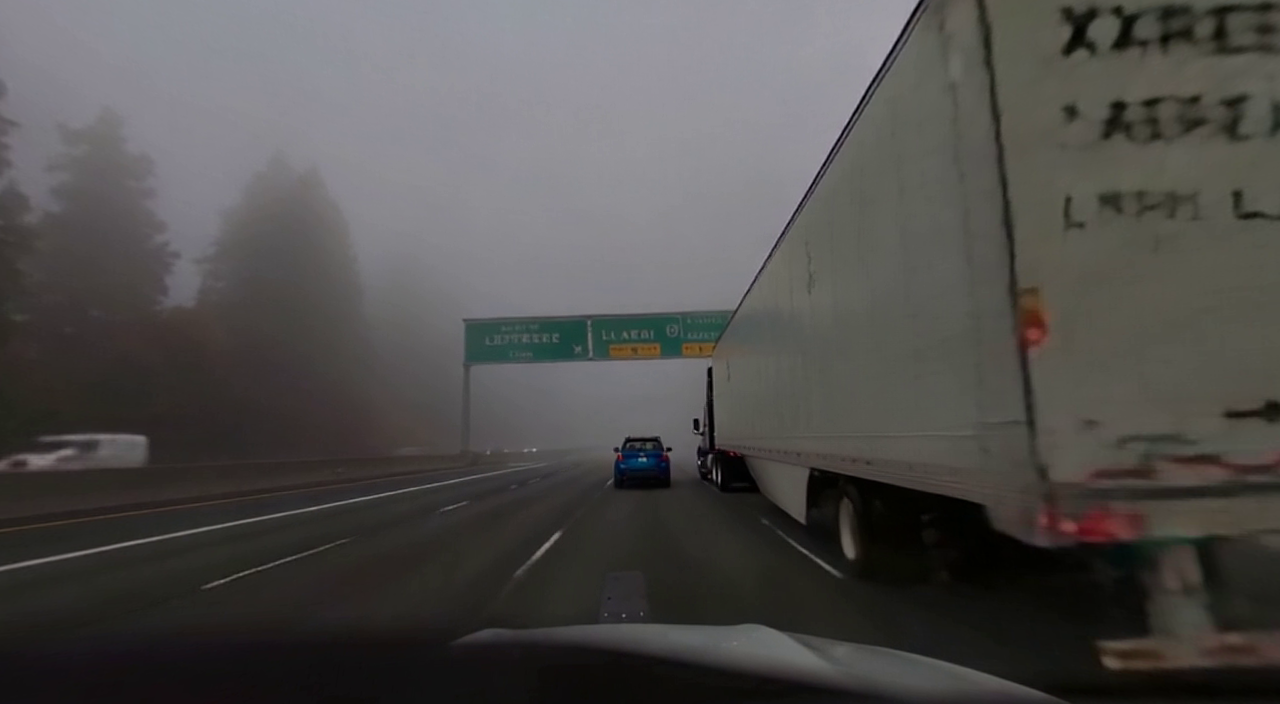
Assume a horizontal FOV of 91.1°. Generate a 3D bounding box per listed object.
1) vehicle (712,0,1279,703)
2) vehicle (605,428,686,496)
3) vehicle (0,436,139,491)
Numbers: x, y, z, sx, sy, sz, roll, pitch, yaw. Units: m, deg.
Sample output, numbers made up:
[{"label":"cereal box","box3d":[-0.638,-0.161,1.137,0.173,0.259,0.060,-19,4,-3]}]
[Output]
[{"label":"vehicle","box3d":[3.446,0.756,10.889,2.909,4.135,15.820,-1,-8,1]},{"label":"vehicle","box3d":[0.167,3.097,18.064,2.054,1.706,4.201,0,-8,1]},{"label":"vehicle","box3d":[-22.038,4.110,23.606,2.161,1.819,4.959,-1,-8,1]}]
